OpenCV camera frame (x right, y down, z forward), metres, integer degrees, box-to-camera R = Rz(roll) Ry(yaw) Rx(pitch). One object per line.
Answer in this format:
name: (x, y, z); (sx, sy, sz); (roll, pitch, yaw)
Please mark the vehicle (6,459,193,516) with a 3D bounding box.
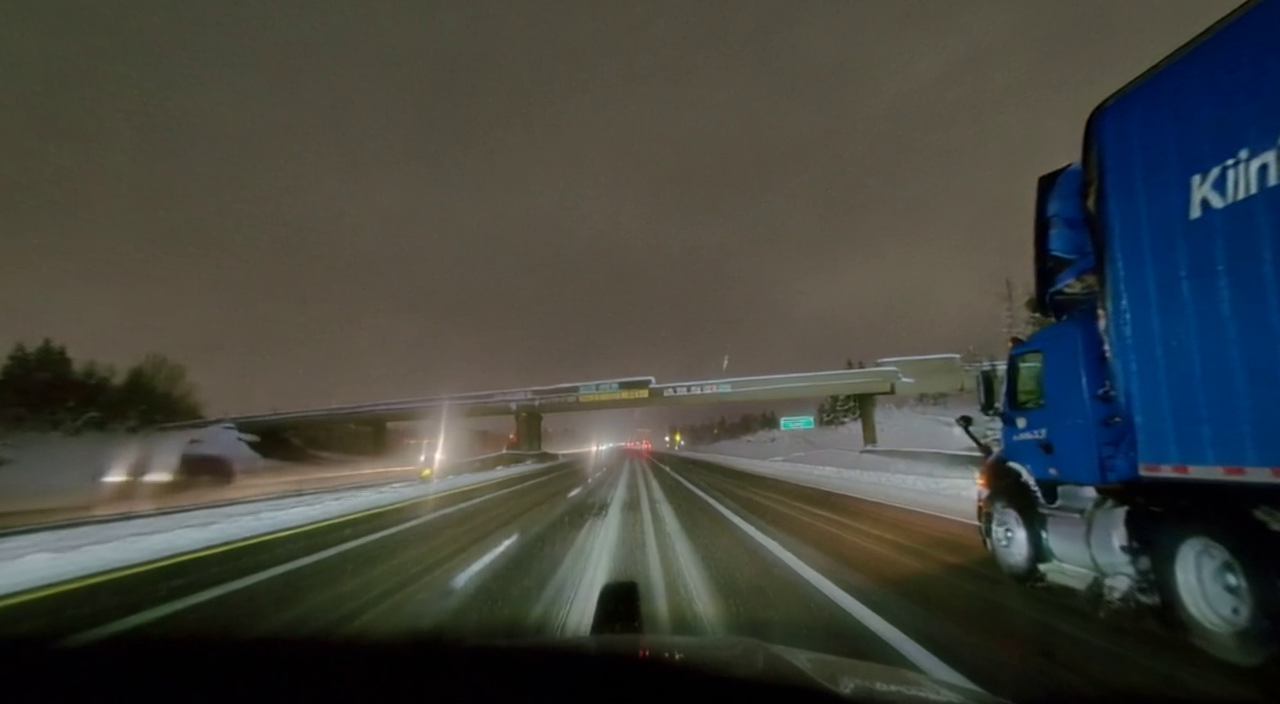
vehicle: (-16.312, 4.073, 19.368); (1.862, 1.471, 4.402); (0, -9, -1)
